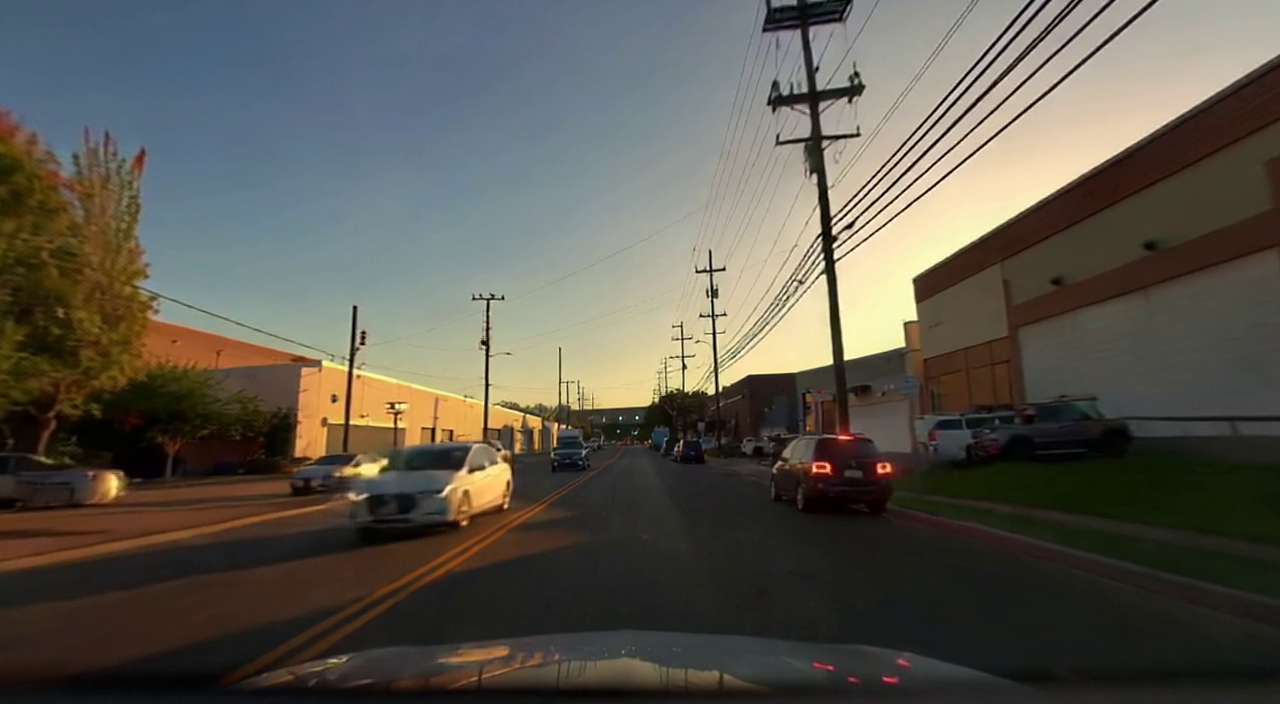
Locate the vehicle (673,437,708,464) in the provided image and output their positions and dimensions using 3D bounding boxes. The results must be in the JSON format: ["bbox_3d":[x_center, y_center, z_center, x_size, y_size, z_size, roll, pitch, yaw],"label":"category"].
[{"bbox_3d":[3.748,7.505,48.253,2.333,1.967,6.008,0,-8,1],"label":"vehicle"}]

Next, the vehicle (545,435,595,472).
[{"bbox_3d":[-3.841,5.712,35.732,2.229,1.889,4.816,0,-8,1],"label":"vehicle"}]

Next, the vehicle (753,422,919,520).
[{"bbox_3d":[3.903,2.465,13.593,2.092,1.730,4.595,0,-8,0],"label":"vehicle"}]

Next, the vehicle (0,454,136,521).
[{"bbox_3d":[-16.784,3.691,17.440,1.928,1.570,4.635,-2,-8,-1],"label":"vehicle"}]

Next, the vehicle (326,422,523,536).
[{"bbox_3d":[-3.705,2.271,11.920,2.100,1.723,4.433,0,-8,1],"label":"vehicle"}]
